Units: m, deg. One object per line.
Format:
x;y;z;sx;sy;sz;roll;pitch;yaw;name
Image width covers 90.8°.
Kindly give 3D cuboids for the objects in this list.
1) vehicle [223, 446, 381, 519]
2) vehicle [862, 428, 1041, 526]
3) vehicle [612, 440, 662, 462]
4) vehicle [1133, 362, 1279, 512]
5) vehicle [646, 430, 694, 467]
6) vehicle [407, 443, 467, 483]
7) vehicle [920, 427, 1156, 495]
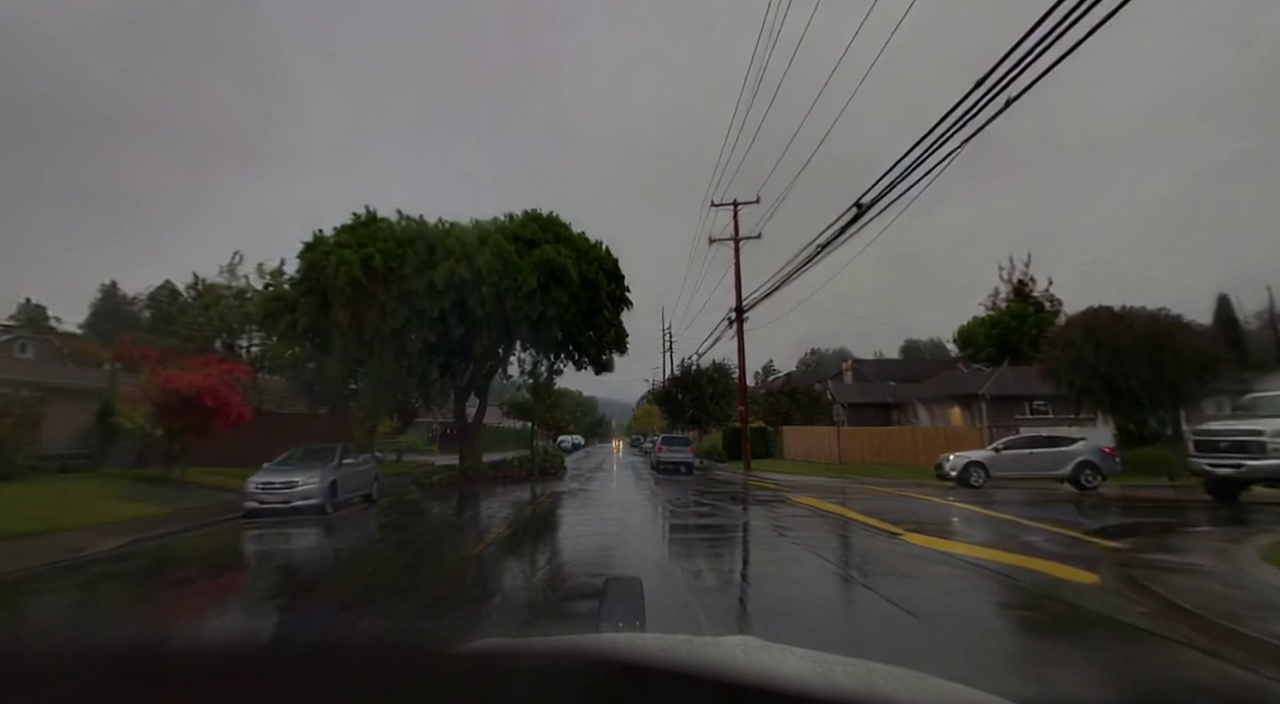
-7.878;3.021;15.259;1.997;1.456;4.319;1;-9;-9;vehicle
6.445;2.437;12.874;1.944;1.636;4.140;-8;-12;44;vehicle
-0.285;7.118;45.432;1.856;1.512;4.292;4;-10;-26;vehicle
18.893;2.170;16.218;10.500;3.344;2.906;1;-9;-7;vehicle
1.669;5.734;37.678;2.173;1.992;5.891;1;-9;-4;vehicle
-8.378;4.472;25.798;2.033;1.477;4.626;3;-9;-21;vehicle
12.342;3.426;20.001;5.757;1.978;2.362;0;-9;3;vehicle
